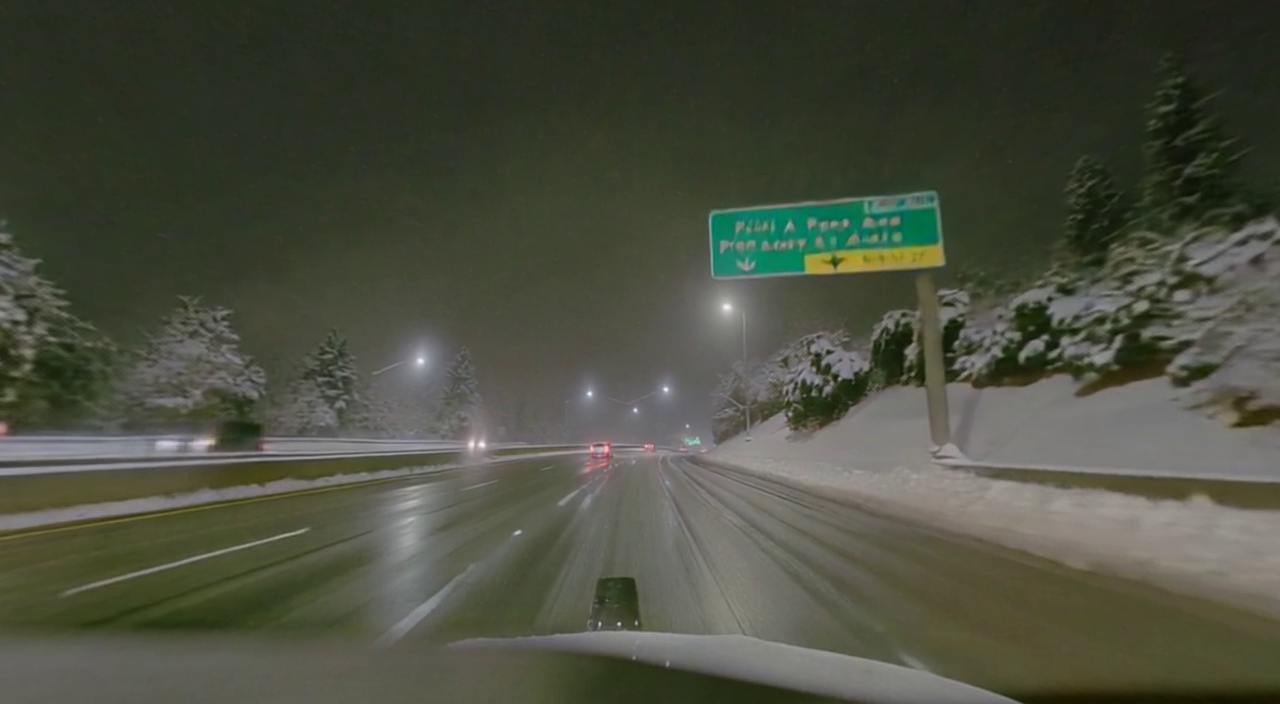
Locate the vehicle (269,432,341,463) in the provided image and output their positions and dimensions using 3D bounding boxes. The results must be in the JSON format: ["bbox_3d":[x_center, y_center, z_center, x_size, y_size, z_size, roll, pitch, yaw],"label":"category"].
[{"bbox_3d":[-15.744,4.506,29.775,1.506,1.397,3.358,0,-8,1],"label":"vehicle"}]

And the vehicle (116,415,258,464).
[{"bbox_3d":[-18.923,3.728,26.669,2.199,1.871,4.973,0,-8,1],"label":"vehicle"}]

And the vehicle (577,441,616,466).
[{"bbox_3d":[-2.842,6.777,42.169,2.088,1.565,4.410,0,-8,2],"label":"vehicle"}]

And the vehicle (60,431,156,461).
[{"bbox_3d":[-26.319,4.663,31.281,1.645,1.399,3.498,0,-8,1],"label":"vehicle"}]
